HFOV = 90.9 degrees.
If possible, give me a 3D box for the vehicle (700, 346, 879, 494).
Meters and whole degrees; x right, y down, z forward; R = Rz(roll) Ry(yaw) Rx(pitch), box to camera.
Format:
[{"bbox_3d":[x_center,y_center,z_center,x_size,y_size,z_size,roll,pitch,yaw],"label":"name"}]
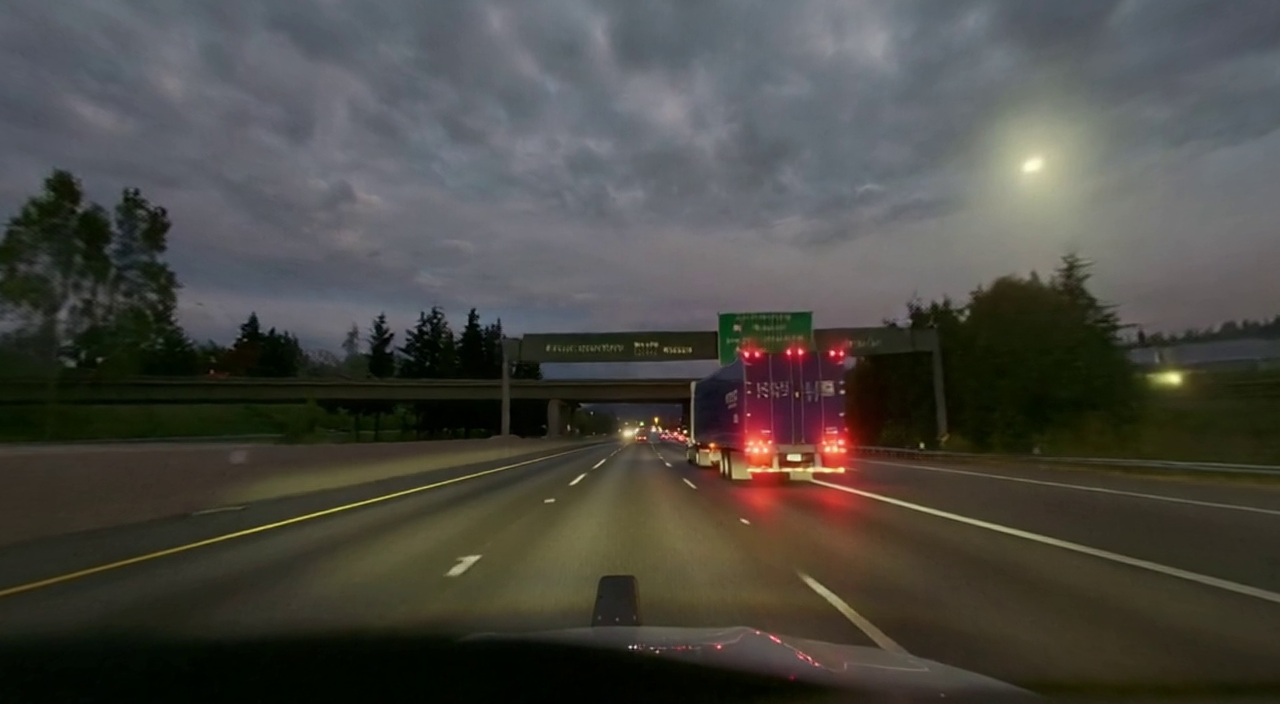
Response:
[{"bbox_3d":[3.956,2.286,20.053,2.849,3.391,11.018,0,-8,-1],"label":"vehicle"}]
